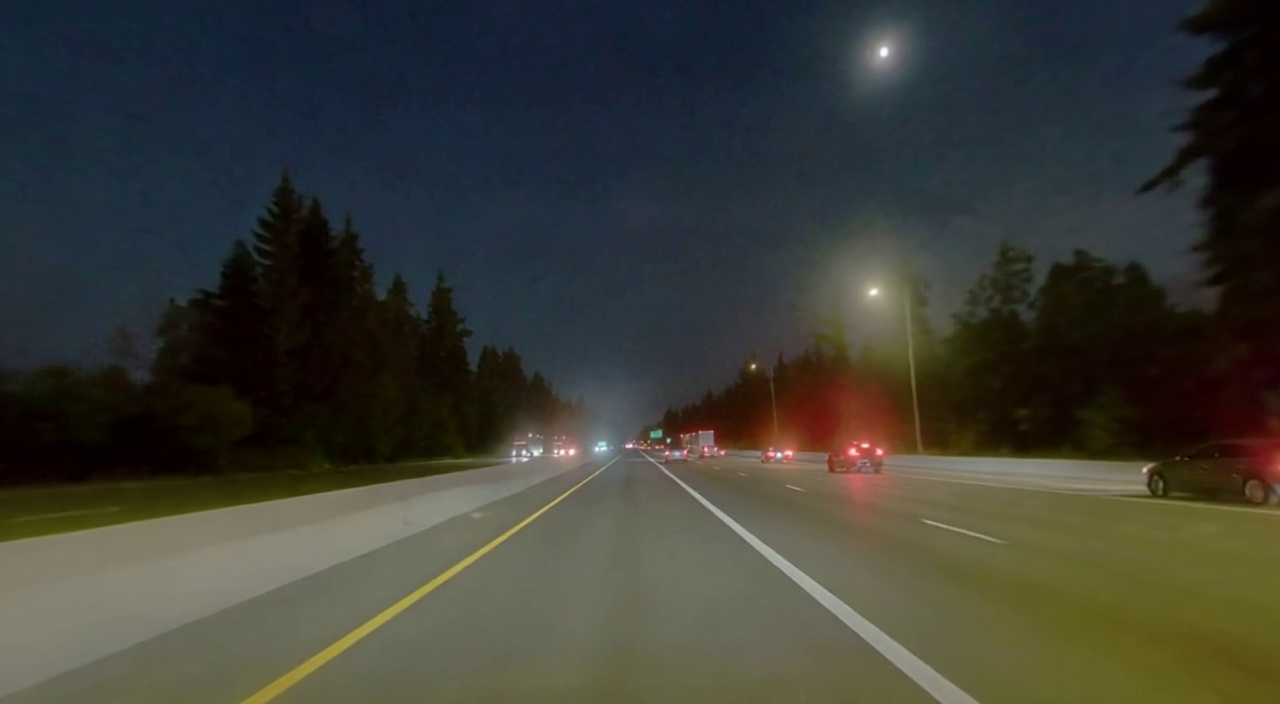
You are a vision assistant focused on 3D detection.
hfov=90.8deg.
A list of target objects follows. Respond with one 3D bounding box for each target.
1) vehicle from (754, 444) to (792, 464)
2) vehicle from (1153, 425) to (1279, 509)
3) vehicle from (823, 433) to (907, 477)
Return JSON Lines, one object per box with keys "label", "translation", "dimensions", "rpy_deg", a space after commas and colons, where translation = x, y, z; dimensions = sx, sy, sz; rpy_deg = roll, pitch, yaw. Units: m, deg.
{"label": "vehicle", "translation": [10.449, 8.014, 49.838], "dimensions": [1.931, 1.479, 4.183], "rpy_deg": [0, -9, -2]}
{"label": "vehicle", "translation": [14.076, 2.484, 13.787], "dimensions": [1.957, 1.709, 4.387], "rpy_deg": [0, -9, -1]}
{"label": "vehicle", "translation": [10.236, 4.720, 29.118], "dimensions": [2.098, 1.820, 4.505], "rpy_deg": [0, -9, -1]}
